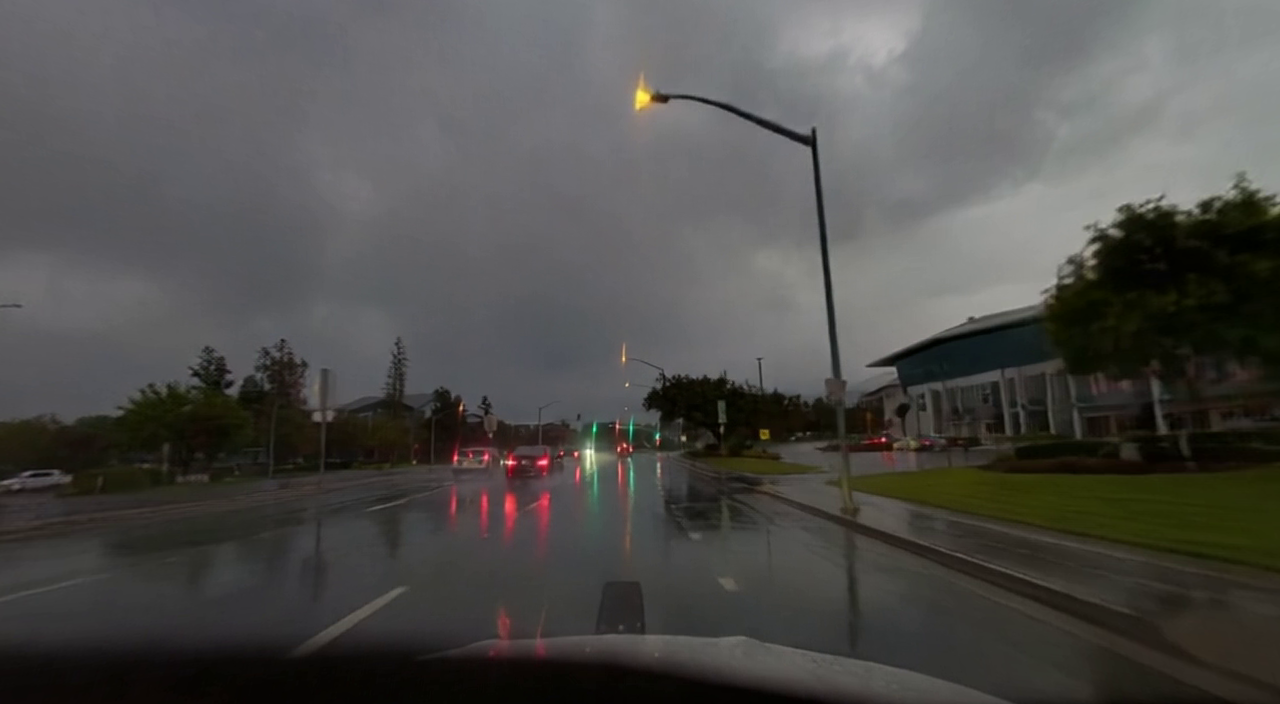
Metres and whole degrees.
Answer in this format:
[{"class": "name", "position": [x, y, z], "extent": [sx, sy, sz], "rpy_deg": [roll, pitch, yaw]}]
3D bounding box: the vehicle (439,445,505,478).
[{"class": "vehicle", "position": [-8.161, 5.358, 31.198], "extent": [1.976, 1.497, 4.709], "rpy_deg": [0, -9, 0]}]

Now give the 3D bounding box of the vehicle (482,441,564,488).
[{"class": "vehicle", "position": [-4.017, 3.949, 22.526], "extent": [2.011, 1.483, 4.596], "rpy_deg": [0, -9, 0]}]
